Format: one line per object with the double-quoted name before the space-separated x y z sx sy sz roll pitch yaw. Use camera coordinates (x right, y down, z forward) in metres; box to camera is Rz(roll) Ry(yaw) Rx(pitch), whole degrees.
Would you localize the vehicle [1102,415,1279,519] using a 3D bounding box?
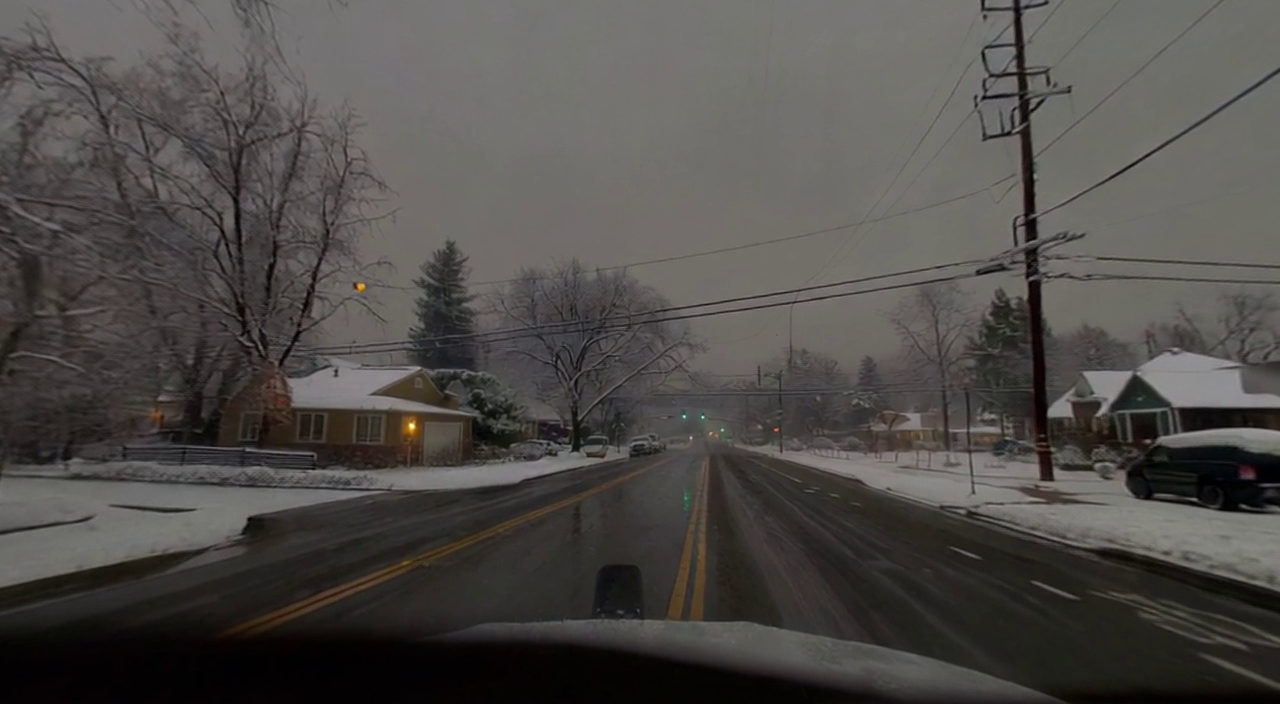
"vehicle" 13.036 2.520 14.267 1.912 1.953 4.651 0 -8 6
